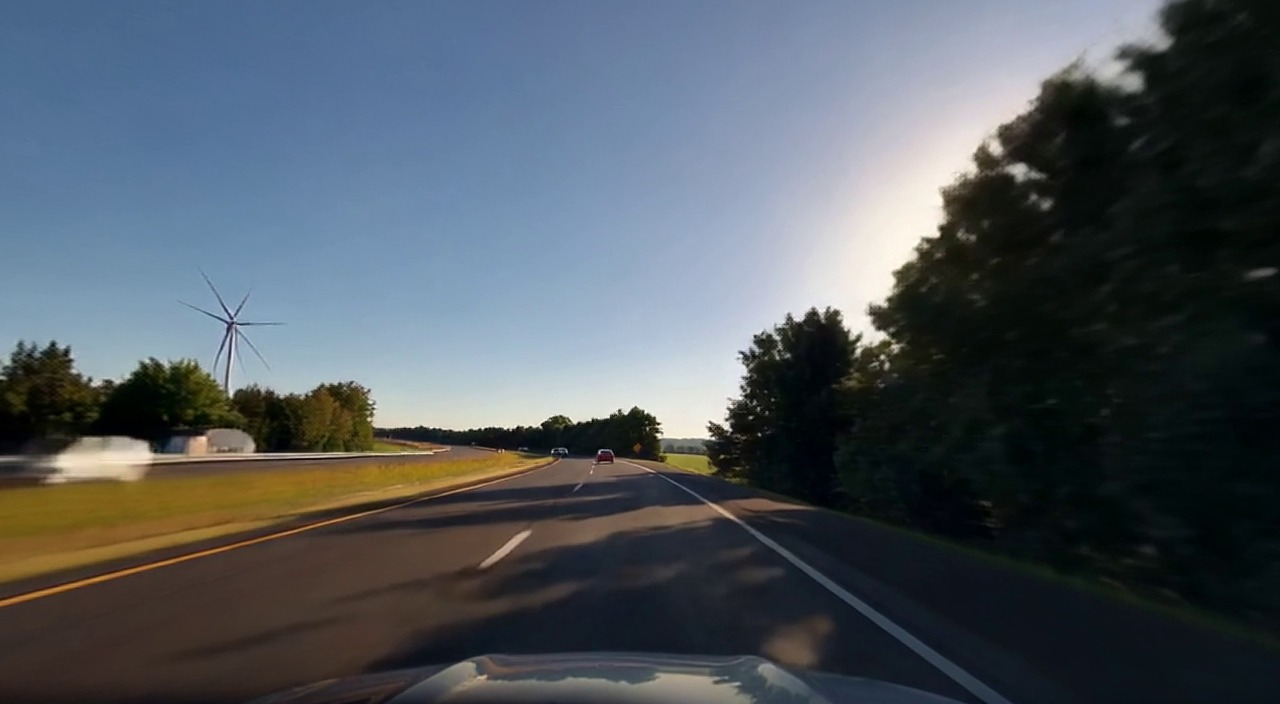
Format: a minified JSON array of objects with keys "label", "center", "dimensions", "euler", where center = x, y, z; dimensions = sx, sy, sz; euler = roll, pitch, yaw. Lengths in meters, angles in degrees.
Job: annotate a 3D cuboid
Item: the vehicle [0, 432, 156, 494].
[{"label":"vehicle","center":[-16.632,3.162,18.181],"dimensions":[1.879,1.547,4.378],"euler":[0,-9,-1]}]
